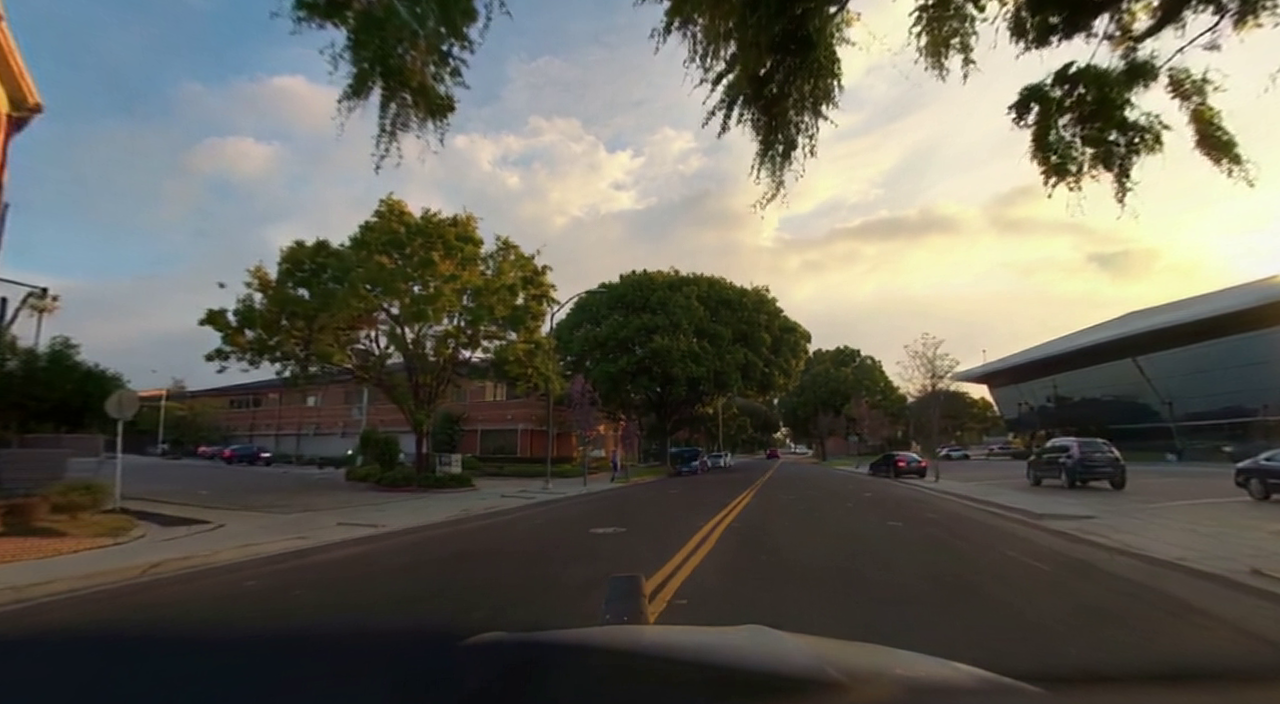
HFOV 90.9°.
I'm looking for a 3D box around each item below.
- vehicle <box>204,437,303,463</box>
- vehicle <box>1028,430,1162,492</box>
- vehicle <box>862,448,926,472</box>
[{"bbox_3d":[-24.499,6.223,40.133,4.814,1.609,2.197,1,-9,-4],"label":"vehicle"},{"bbox_3d":[15.067,3.612,21.233,2.018,1.840,4.662,-2,-9,15],"label":"vehicle"},{"bbox_3d":[19.273,8.196,48.026,4.277,1.740,2.097,-2,-9,16],"label":"vehicle"}]
